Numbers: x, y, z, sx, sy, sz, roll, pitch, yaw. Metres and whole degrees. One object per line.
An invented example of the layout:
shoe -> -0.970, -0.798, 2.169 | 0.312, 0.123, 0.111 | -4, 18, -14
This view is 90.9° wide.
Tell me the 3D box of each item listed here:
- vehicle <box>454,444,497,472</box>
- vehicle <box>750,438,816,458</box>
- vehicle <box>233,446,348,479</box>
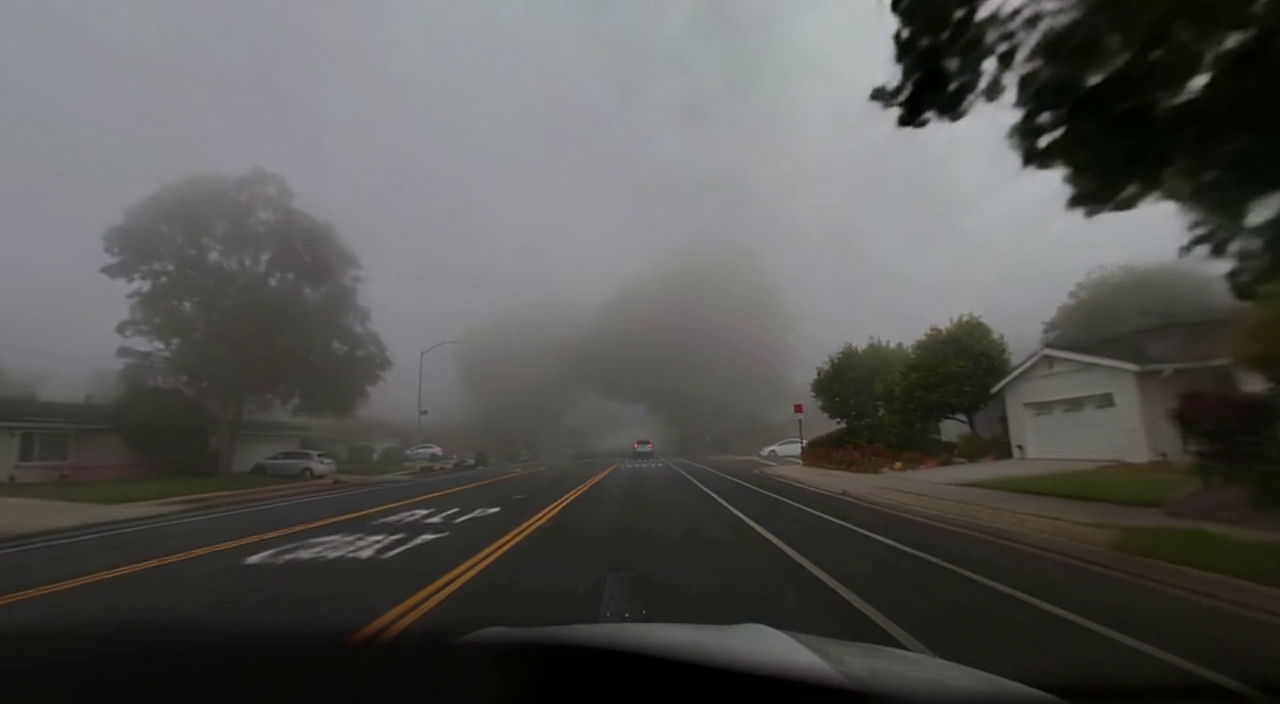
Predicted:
vehicle -> -12.369, 7.957, 47.609 | 1.965, 1.653, 4.488 | -3, -6, 1
vehicle -> 11.077, 7.494, 49.136 | 4.818, 1.525, 2.163 | -2, -8, 9
vehicle -> -18.149, 5.728, 32.899 | 4.717, 1.605, 2.074 | 0, -8, -4
